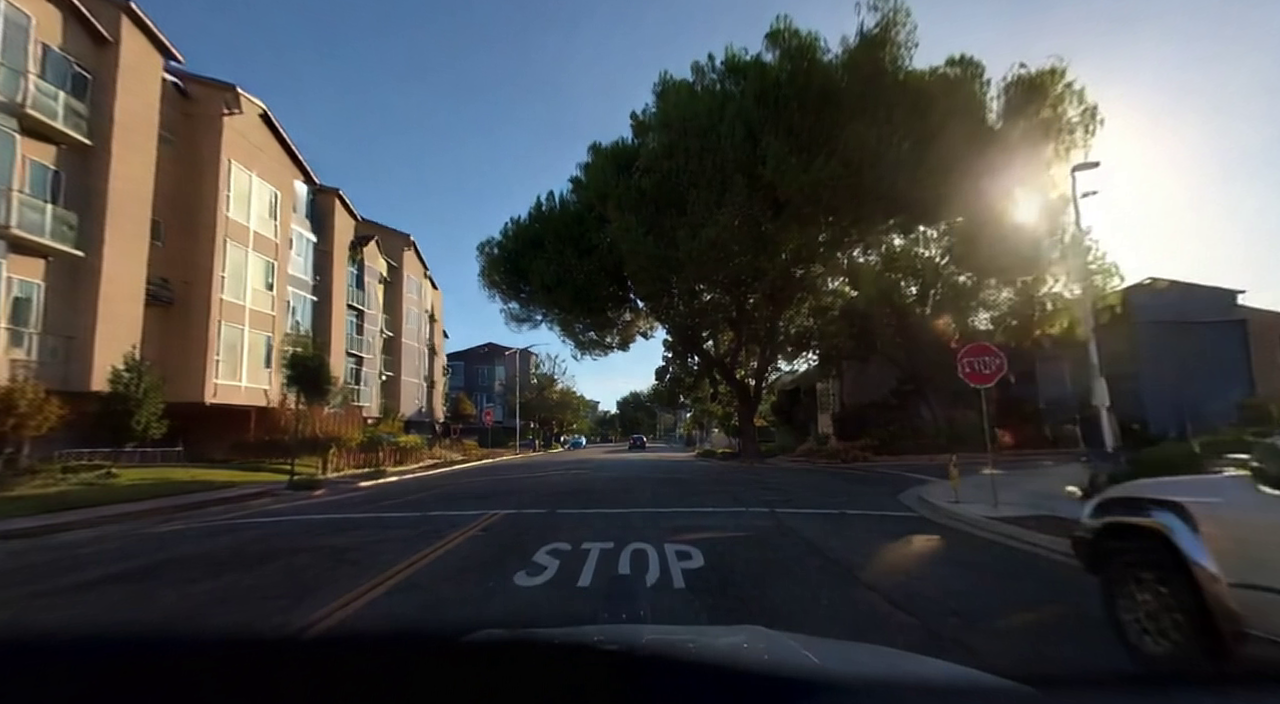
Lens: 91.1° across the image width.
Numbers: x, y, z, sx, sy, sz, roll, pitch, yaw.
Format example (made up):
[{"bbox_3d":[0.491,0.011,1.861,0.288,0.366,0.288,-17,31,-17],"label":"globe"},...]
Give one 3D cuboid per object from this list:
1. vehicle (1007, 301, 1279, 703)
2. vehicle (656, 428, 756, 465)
[{"bbox_3d":[4.087,0.642,2.099,2.226,1.986,5.786,0,-8,0],"label":"vehicle"},{"bbox_3d":[3.285,4.822,32.041,2.139,1.733,4.791,8,-12,-43],"label":"vehicle"}]
